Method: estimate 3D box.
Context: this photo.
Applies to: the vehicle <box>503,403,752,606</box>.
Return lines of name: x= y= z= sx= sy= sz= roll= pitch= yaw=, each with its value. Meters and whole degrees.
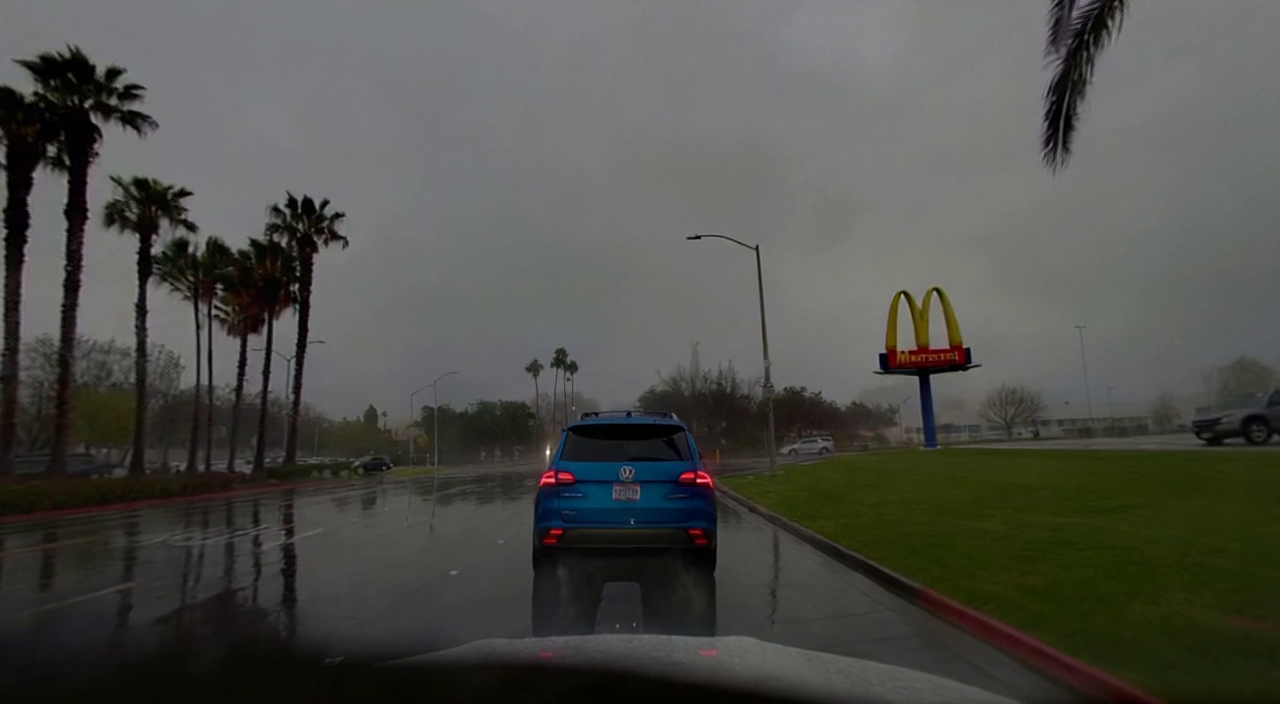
vehicle: x=-0.149 y=1.610 z=7.484 sx=2.137 sy=1.728 sz=3.926 roll=0 pitch=-9 yaw=-1

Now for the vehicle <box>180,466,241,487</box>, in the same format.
vehicle: x=-33.267 y=9.655 z=49.023 sx=1.792 sy=1.439 sz=3.952 roll=-1 pitch=-9 yaw=3
